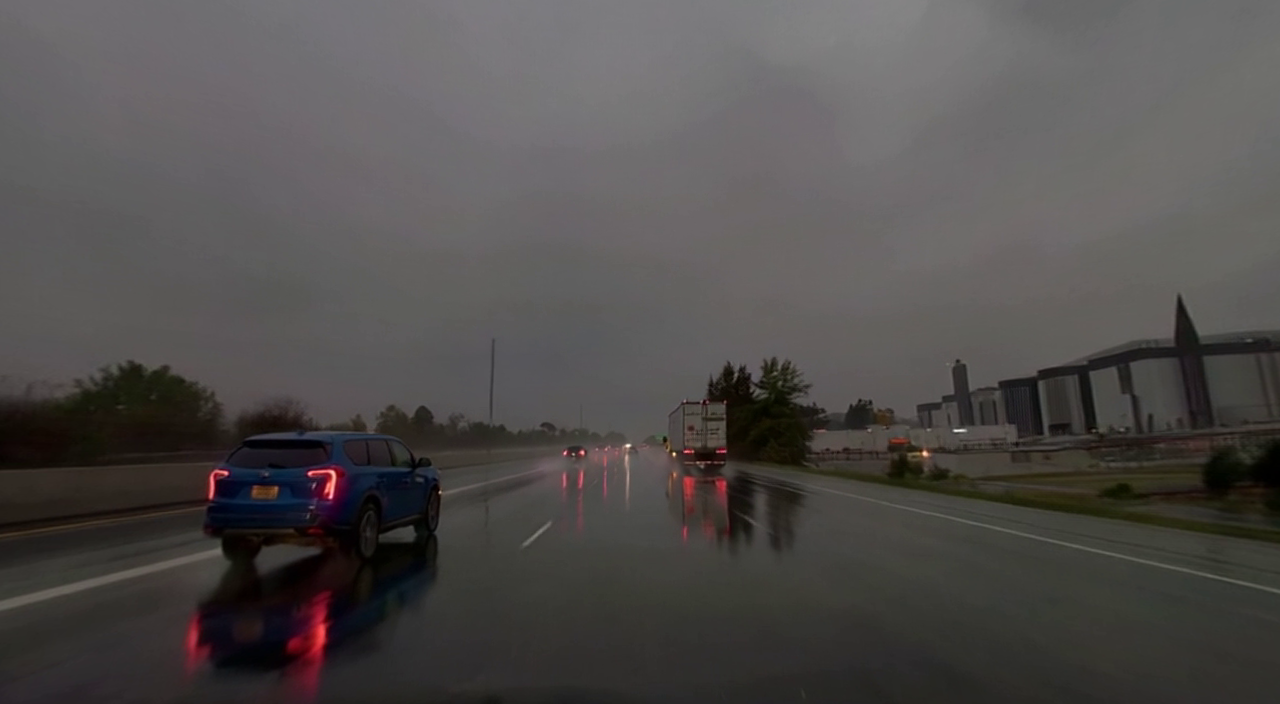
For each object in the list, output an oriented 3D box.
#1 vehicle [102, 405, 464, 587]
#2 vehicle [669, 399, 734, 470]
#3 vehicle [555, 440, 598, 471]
[{"bbox_3d":[-4.169,1.773,8.569,2.202,1.760,4.617,0,-9,0],"label":"vehicle"},{"bbox_3d":[4.053,6.068,45.179,2.998,4.236,13.886,0,-9,-1],"label":"vehicle"},{"bbox_3d":[-3.771,6.288,38.253,2.139,1.716,4.530,0,-9,0],"label":"vehicle"}]
